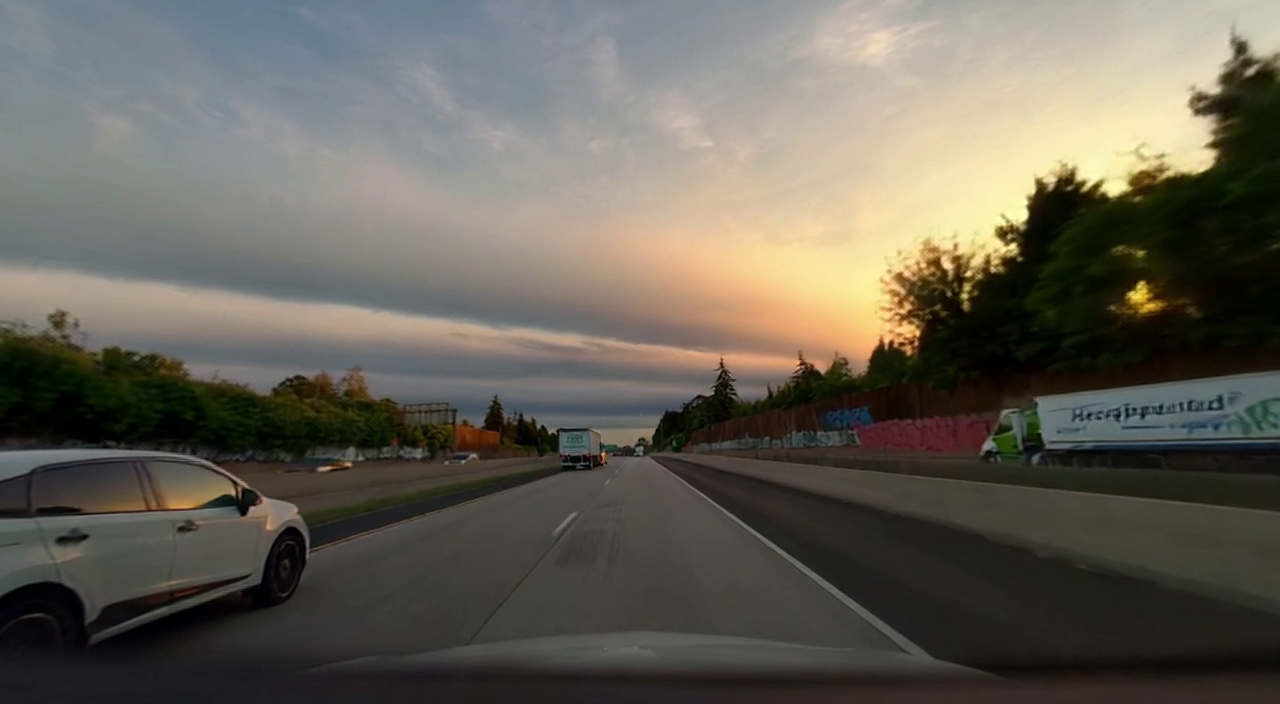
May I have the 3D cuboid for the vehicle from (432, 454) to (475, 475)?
[{"bbox_3d":[-13.351,8.046,45.241,1.832,1.403,4.201,0,-9,0],"label":"vehicle"}]

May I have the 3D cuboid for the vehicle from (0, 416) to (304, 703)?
[{"bbox_3d":[-4.299,1.171,3.824,2.024,1.476,4.466,0,-9,0],"label":"vehicle"}]

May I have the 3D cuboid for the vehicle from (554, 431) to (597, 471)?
[{"bbox_3d":[-4.280,6.709,42.750,2.305,2.517,5.486,0,-9,0],"label":"vehicle"}]

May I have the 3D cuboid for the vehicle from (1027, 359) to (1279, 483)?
[{"bbox_3d":[21.740,2.818,24.358,2.782,4.082,12.925,2,-9,-15],"label":"vehicle"}]

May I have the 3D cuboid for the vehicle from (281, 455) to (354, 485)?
[{"bbox_3d":[-17.521,6.387,34.477,1.772,1.480,4.102,0,-9,0],"label":"vehicle"}]
